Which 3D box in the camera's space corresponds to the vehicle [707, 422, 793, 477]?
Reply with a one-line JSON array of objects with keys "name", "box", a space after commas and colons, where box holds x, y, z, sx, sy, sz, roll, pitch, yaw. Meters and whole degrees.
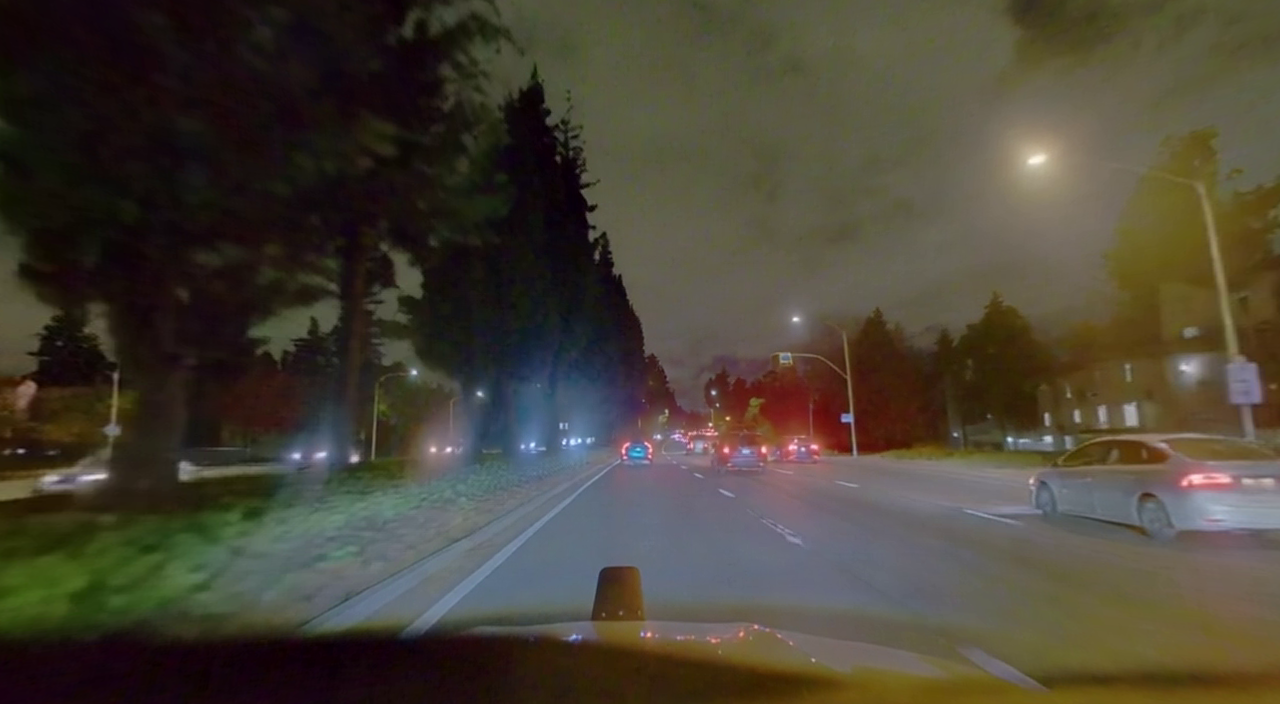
[{"name": "vehicle", "box": [3.924, 3.613, 23.447, 2.209, 1.813, 4.724, 0, -8, -2]}]

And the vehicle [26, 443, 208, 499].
[{"name": "vehicle", "box": [-15.613, 3.531, 19.241, 1.825, 1.467, 4.364, 0, -8, -1]}]

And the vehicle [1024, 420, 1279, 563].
[{"name": "vehicle", "box": [7.638, 1.786, 8.808, 1.949, 1.492, 4.103, 0, -8, -1]}]

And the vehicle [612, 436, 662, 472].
[{"name": "vehicle", "box": [-0.123, 4.373, 27.347, 1.988, 1.418, 4.214, 0, -8, -1]}]

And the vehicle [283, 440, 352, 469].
[{"name": "vehicle", "box": [-19.802, 6.300, 39.001, 1.923, 1.703, 4.469, 0, -8, 0]}]

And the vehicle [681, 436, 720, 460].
[{"name": "vehicle", "box": [3.856, 6.233, 41.036, 2.064, 1.474, 4.389, 0, -8, -1]}]
